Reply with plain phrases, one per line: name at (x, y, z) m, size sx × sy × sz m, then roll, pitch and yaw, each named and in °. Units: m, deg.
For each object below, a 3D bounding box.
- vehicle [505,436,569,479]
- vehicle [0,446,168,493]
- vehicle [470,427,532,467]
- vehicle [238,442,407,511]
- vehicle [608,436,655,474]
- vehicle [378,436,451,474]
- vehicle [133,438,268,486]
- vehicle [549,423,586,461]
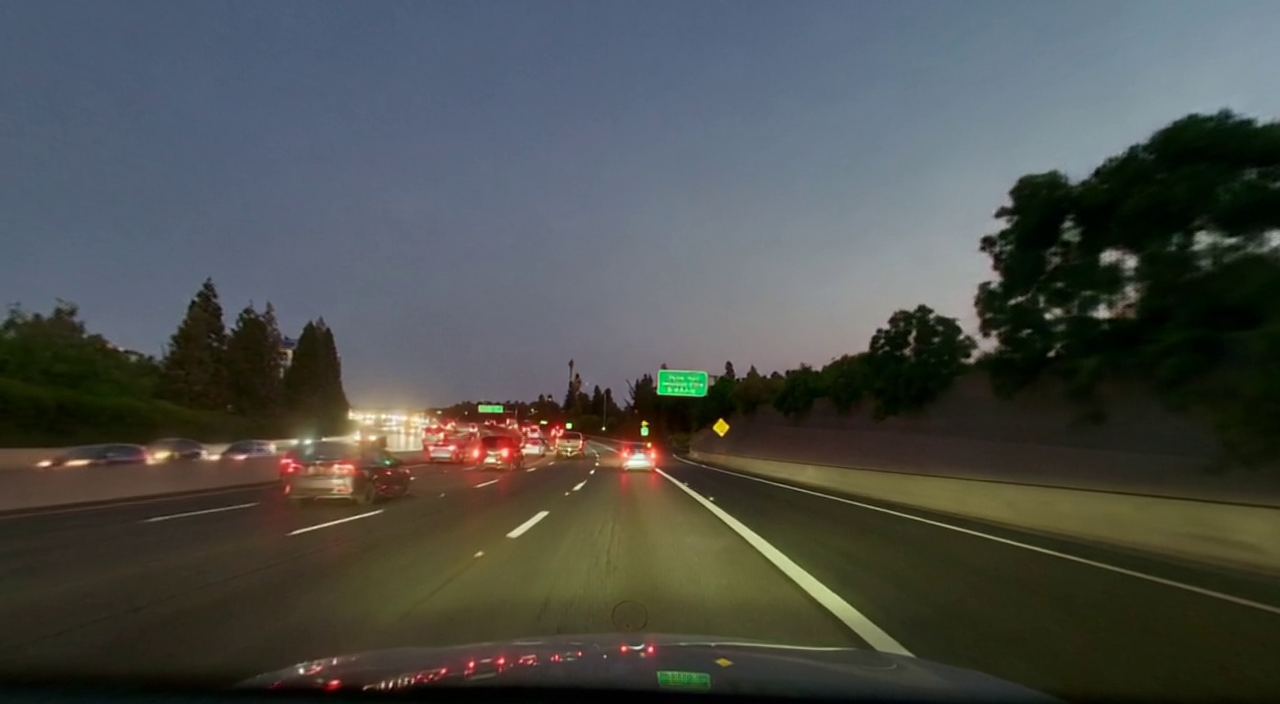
vehicle at (-4.160, 4.335, 26.215) m, size 2.005 × 1.631 × 4.295 m, roll 0°, pitch -8°, yaw -1°
vehicle at (-19.681, 4.121, 22.677) m, size 1.951 × 1.471 × 4.676 m, roll 0°, pitch -8°, yaw -3°
vehicle at (-8.782, 6.090, 40.594) m, size 2.773 × 2.402 × 6.232 m, roll 0°, pitch -8°, yaw -2°
vehicle at (-7.622, 2.990, 15.754) m, size 1.896 × 1.465 × 4.399 m, roll 0°, pitch -8°, yaw 1°
vehicle at (-0.417, 4.840, 29.957) m, size 2.092 × 1.671 × 3.772 m, roll 0°, pitch -8°, yaw -2°
vehicle at (-11.805, 5.408, 33.391) m, size 2.079 × 1.807 × 5.187 m, roll 0°, pitch -8°, yaw -2°
vehicle at (-16.063, 4.009, 23.400) m, size 1.926 × 1.587 × 4.354 m, roll 0°, pitch -8°, yaw -2°
vehicle at (-5.357, 6.732, 47.315) m, size 2.279 × 2.672 × 5.256 m, roll 0°, pitch -8°, yaw -2°
